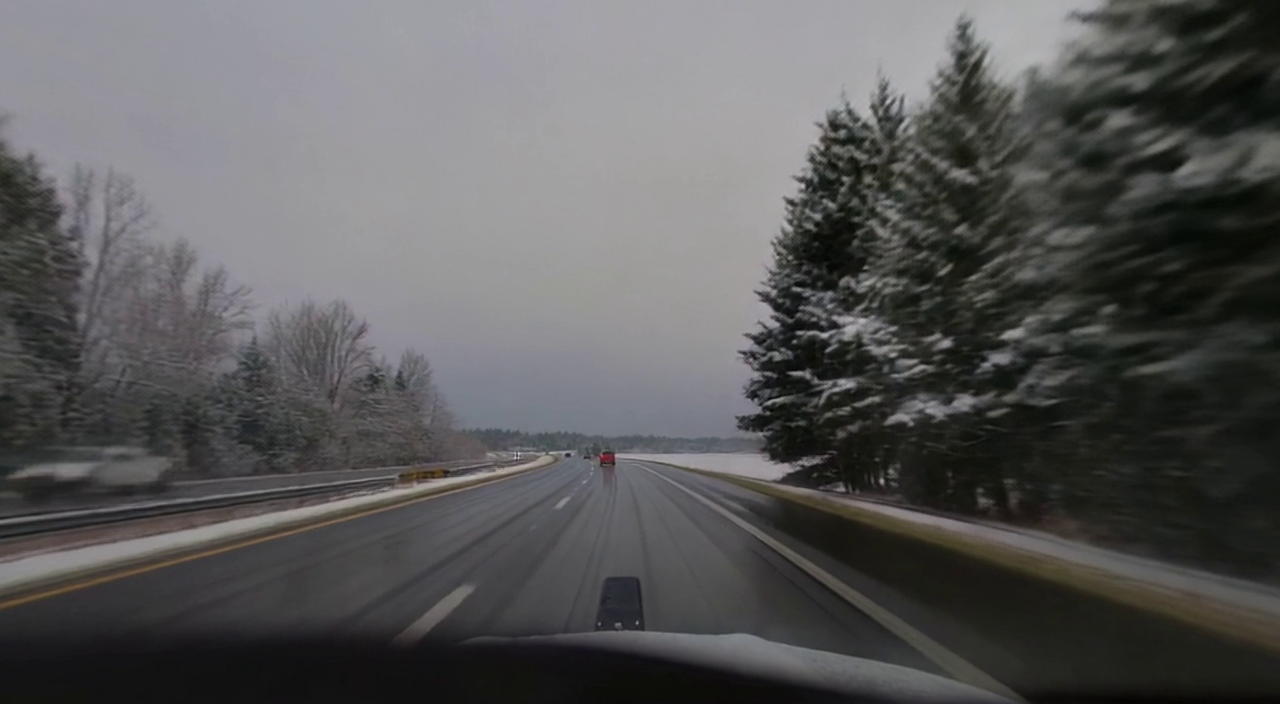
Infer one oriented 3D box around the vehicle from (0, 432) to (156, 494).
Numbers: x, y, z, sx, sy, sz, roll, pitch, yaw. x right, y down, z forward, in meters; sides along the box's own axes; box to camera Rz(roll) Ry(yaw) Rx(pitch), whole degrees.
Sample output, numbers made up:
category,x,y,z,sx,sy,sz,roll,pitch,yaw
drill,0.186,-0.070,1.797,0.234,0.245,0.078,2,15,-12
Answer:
category,x,y,z,sx,sy,sz,roll,pitch,yaw
vehicle,-16.632,3.162,18.181,1.879,1.547,4.378,0,-9,-1
